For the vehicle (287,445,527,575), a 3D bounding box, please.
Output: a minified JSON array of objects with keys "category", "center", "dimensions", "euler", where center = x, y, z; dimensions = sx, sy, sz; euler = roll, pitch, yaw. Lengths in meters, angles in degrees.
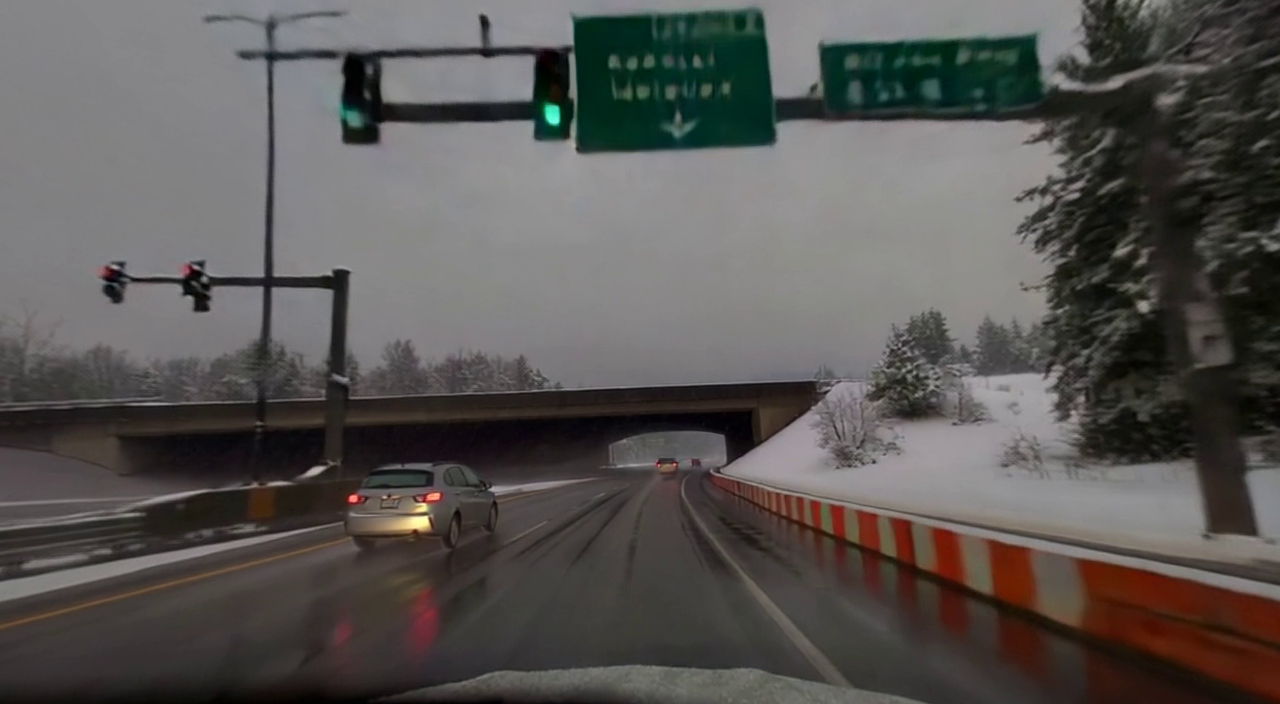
[{"category":"vehicle","center":[-3.072,2.186,9.287],"dimensions":[1.992,1.466,3.690],"euler":[0,-10,2]}]
